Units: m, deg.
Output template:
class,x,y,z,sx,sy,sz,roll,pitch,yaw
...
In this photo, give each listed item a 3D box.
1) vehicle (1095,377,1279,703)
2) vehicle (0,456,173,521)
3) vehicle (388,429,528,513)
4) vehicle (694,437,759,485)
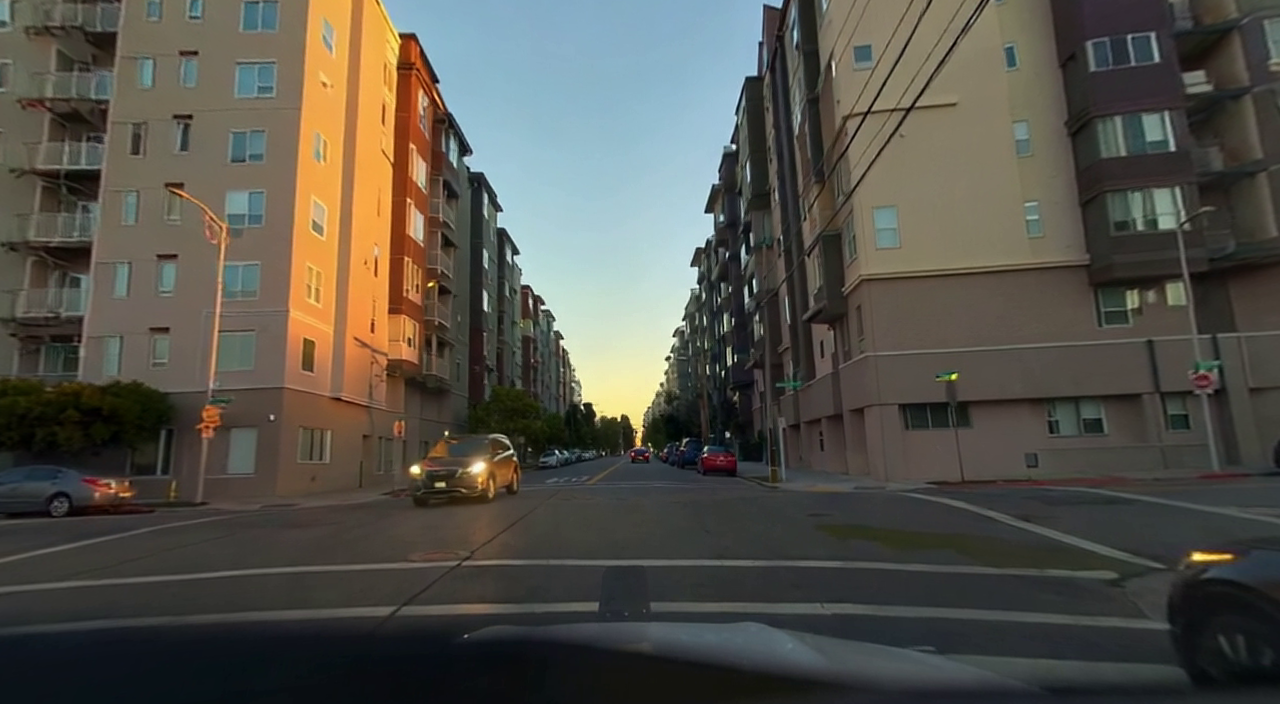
class,x,y,z,sx,sy,sz,roll,pitch,yaw
vehicle,3.477,0.753,1.225,1.994,1.697,4.274,-1,-9,1
vehicle,-17.367,3.994,18.678,5.354,1.773,1.991,0,-9,0
vehicle,-4.429,2.995,16.254,2.201,1.801,4.750,0,-9,0
vehicle,3.584,4.628,26.988,2.164,1.721,4.416,-4,-9,1
